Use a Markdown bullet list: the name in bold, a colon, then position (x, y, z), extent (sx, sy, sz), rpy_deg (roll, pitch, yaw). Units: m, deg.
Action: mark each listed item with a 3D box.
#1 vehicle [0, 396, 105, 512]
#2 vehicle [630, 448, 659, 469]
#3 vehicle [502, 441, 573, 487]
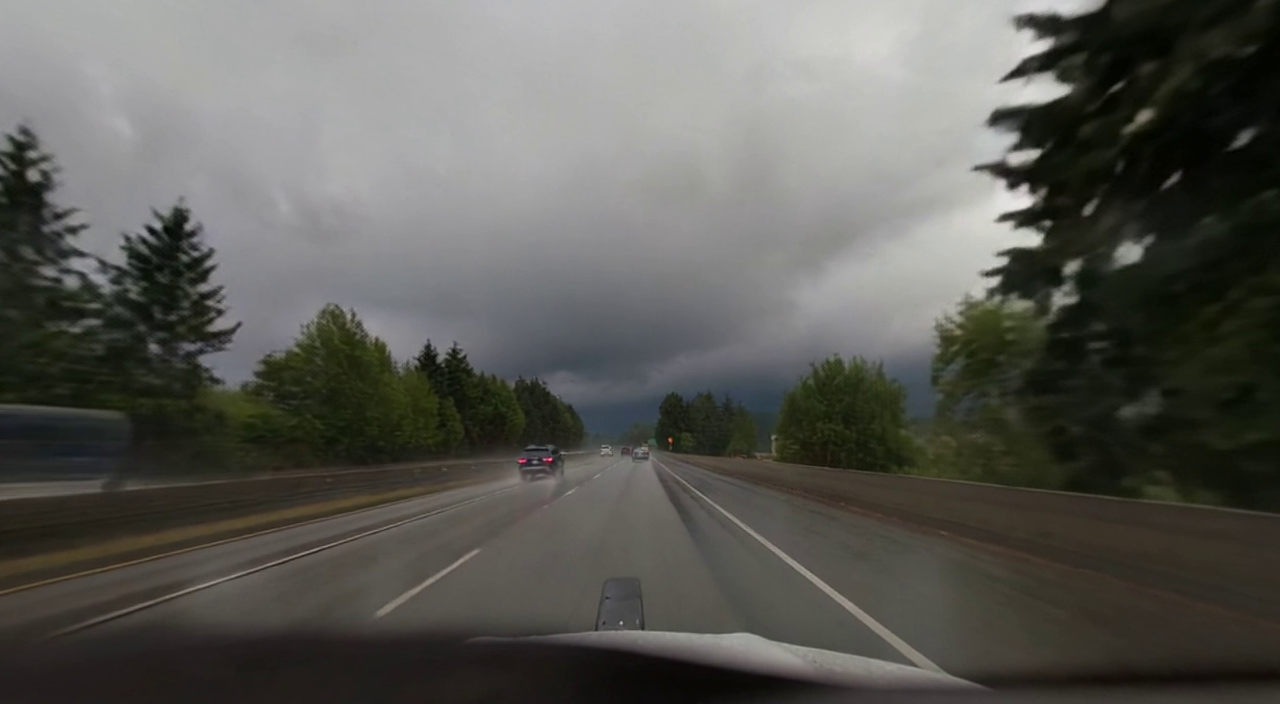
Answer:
- **vehicle**: position (-16.574, 2.367, 14.589), extent (2.419, 2.745, 6.688), rpy_deg (0, -9, 0)
- **vehicle**: position (0.292, 7.743, 45.960), extent (2.046, 1.452, 4.407), rpy_deg (0, -9, -1)
- **vehicle**: position (-4.022, 4.457, 25.452), extent (2.100, 1.667, 4.223), rpy_deg (0, -9, 1)
